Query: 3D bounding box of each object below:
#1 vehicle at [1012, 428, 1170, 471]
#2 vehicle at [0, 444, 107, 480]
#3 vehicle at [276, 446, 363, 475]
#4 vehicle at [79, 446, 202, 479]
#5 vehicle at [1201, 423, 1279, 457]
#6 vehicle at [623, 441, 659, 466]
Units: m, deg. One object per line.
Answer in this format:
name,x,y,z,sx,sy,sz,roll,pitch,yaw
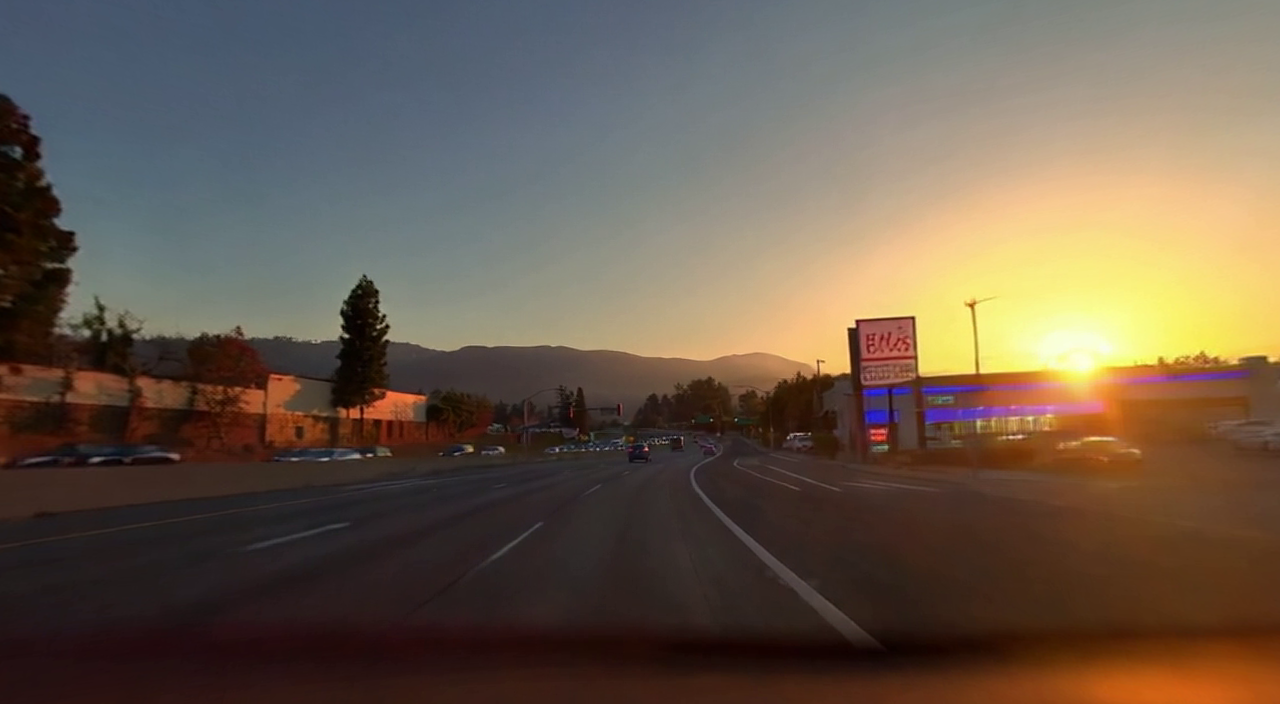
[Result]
vehicle,17.512,3.829,24.814,4.577,1.460,1.937,-5,-9,20
vehicle,-27.766,5.072,29.528,1.854,1.526,4.216,0,-9,4
vehicle,-17.280,5.834,34.351,1.991,1.461,4.623,-1,-9,4
vehicle,-23.909,5.260,30.506,1.902,1.462,4.579,-1,-9,5
vehicle,33.751,4.758,34.139,4.628,1.747,1.934,-4,-10,25
vehicle,0.122,7.510,47.019,2.139,1.782,4.079,-1,-9,7
